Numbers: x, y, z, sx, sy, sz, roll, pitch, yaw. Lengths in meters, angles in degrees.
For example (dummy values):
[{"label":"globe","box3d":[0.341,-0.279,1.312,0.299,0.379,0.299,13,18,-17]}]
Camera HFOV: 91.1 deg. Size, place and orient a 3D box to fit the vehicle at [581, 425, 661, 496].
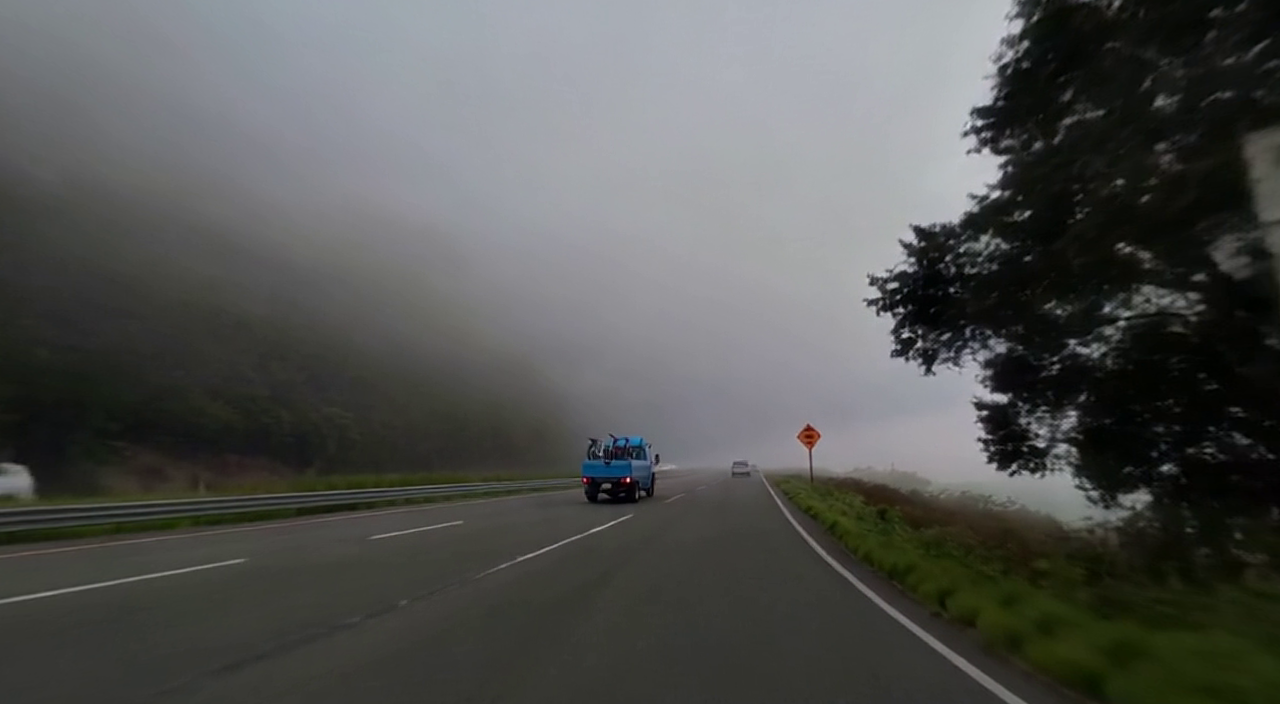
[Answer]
[{"label":"vehicle","box3d":[-0.776,5.770,33.192,2.841,3.244,7.689,-1,-11,9]}]
